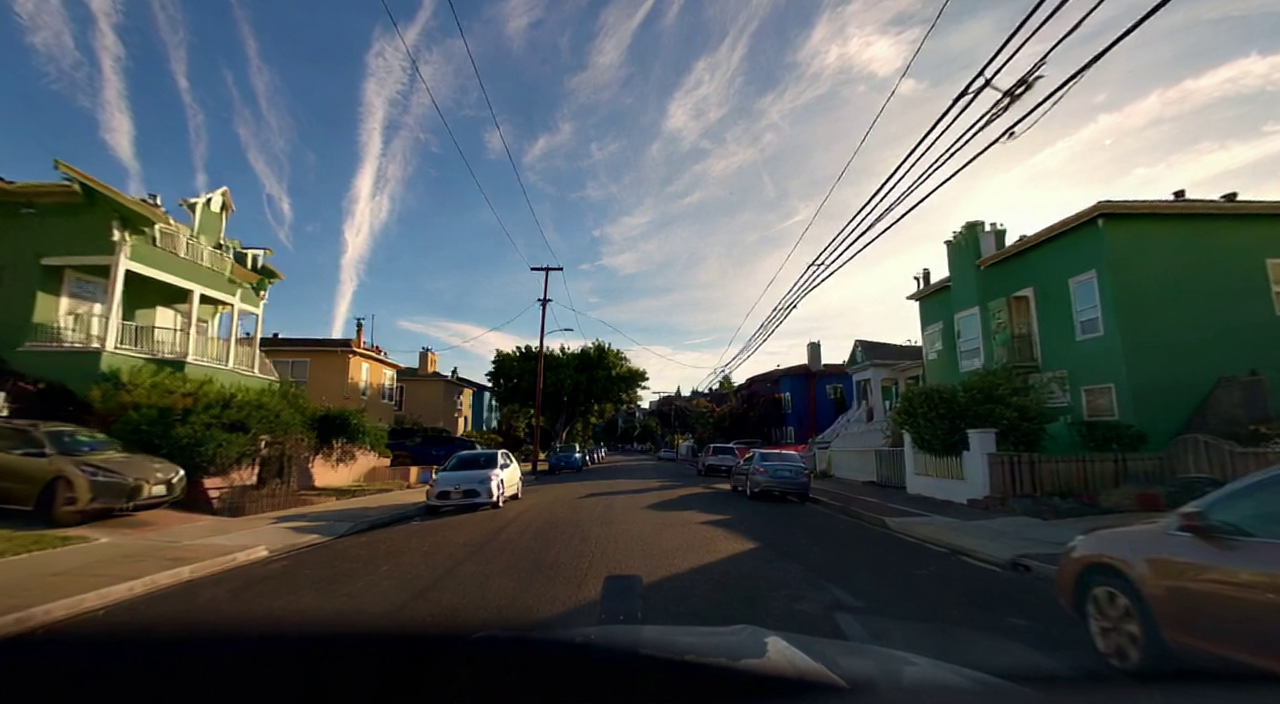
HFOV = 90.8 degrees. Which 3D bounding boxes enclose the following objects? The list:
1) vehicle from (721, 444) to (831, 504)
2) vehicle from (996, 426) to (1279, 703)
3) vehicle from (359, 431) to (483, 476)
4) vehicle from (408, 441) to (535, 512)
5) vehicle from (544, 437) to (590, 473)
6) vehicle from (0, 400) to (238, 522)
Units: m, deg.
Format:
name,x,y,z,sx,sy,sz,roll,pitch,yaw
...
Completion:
name,x,y,z,sx,sy,sz,roll,pitch,yaw
vehicle,3.657,3.349,17.961,1.862,1.452,4.737,0,-8,-3
vehicle,3.724,1.070,2.693,1.975,1.496,4.042,0,-8,-1
vehicle,-9.165,4.277,26.779,4.469,1.816,2.022,0,-8,-1
vehicle,-3.873,2.935,15.445,1.971,1.460,4.523,0,-8,-2
vehicle,-4.107,5.883,36.168,2.057,1.887,5.053,0,-8,0
vehicle,-8.932,1.663,9.809,3.993,1.686,1.947,0,-8,1
